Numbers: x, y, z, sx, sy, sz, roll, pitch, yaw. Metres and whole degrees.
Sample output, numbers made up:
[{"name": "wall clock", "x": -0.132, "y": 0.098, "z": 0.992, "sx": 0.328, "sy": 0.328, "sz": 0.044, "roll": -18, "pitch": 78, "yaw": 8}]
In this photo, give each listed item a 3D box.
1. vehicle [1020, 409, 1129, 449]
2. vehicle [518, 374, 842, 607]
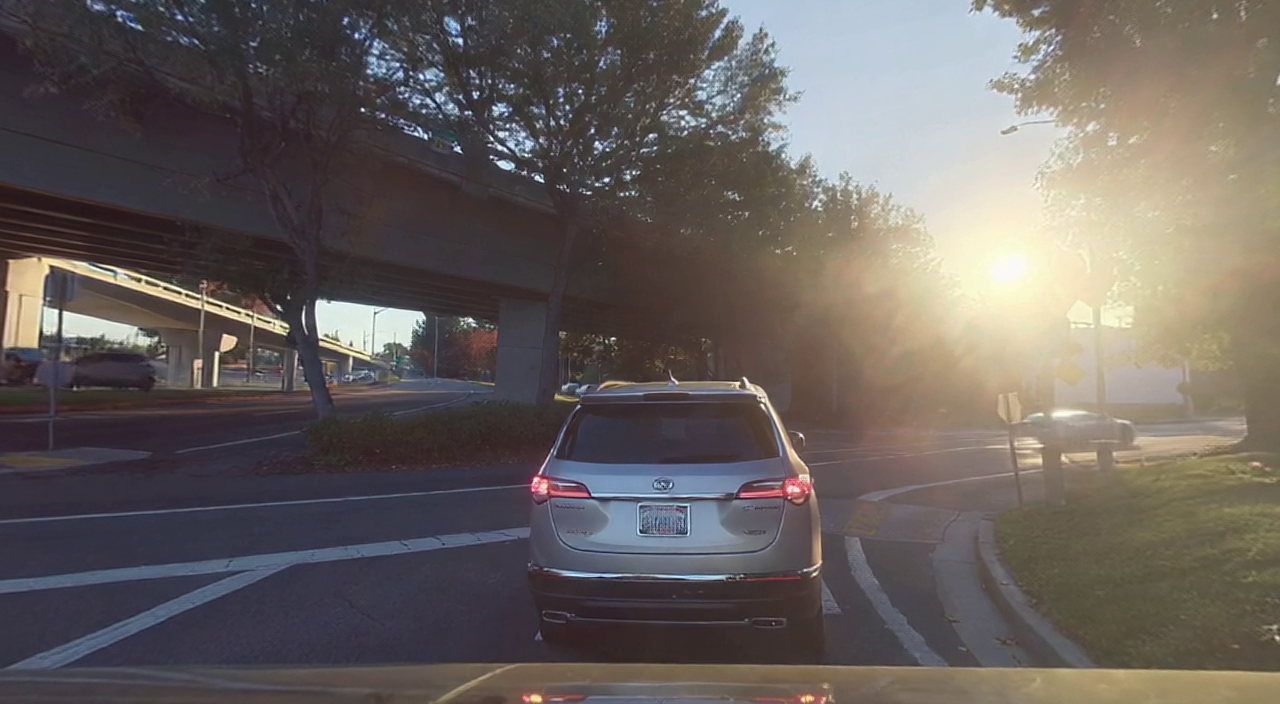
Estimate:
[{"name": "vehicle", "x": 21.488, "y": 3.861, "z": 31.178, "sx": 5.166, "sy": 1.791, "sz": 2.131, "roll": 4, "pitch": -10, "yaw": -27}, {"name": "vehicle", "x": 0.307, "y": 1.398, "z": 7.133, "sx": 2.494, "sy": 1.804, "sz": 4.336, "roll": 0, "pitch": -9, "yaw": 0}]
